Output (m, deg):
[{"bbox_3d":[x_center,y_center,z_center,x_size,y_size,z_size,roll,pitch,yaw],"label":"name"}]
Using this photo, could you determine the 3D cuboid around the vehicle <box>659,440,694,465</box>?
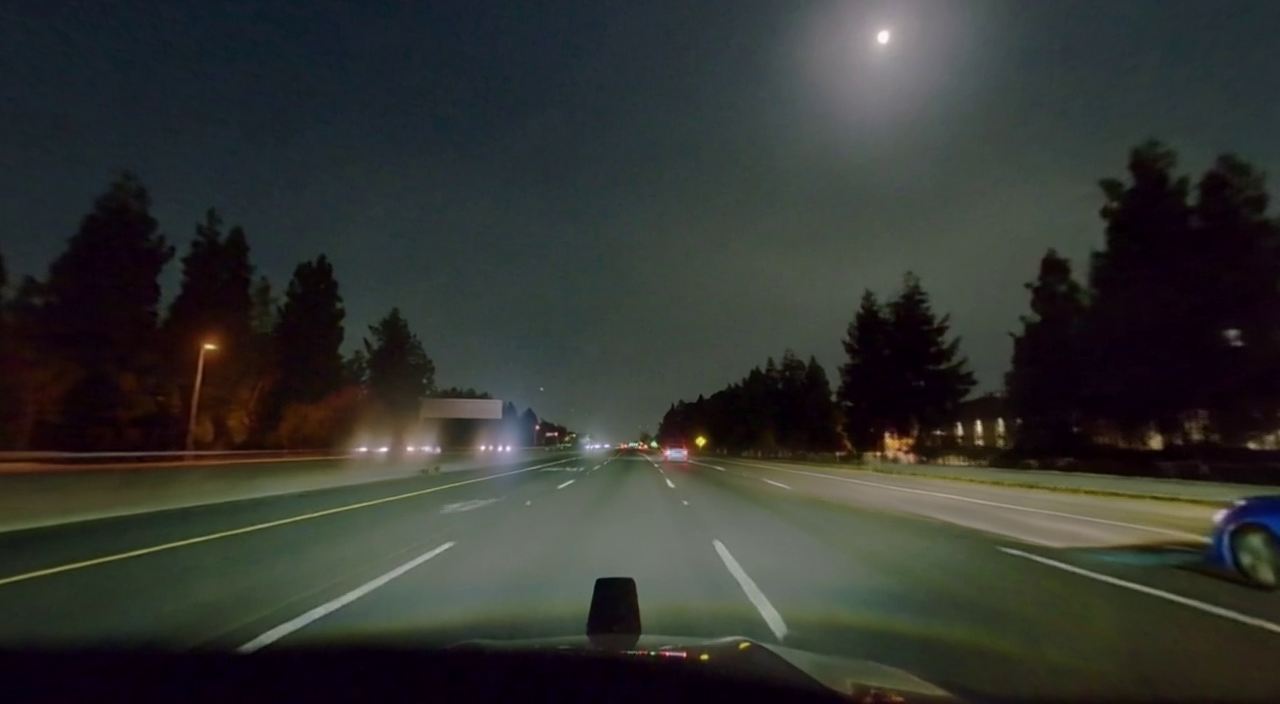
[{"bbox_3d":[2.515,7.095,44.801,2.127,1.692,4.382,0,-9,-1],"label":"vehicle"}]

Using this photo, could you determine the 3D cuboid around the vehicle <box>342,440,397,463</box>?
[{"bbox_3d":[-18.160,6.701,42.625,1.887,1.491,4.016,0,-9,0],"label":"vehicle"}]
